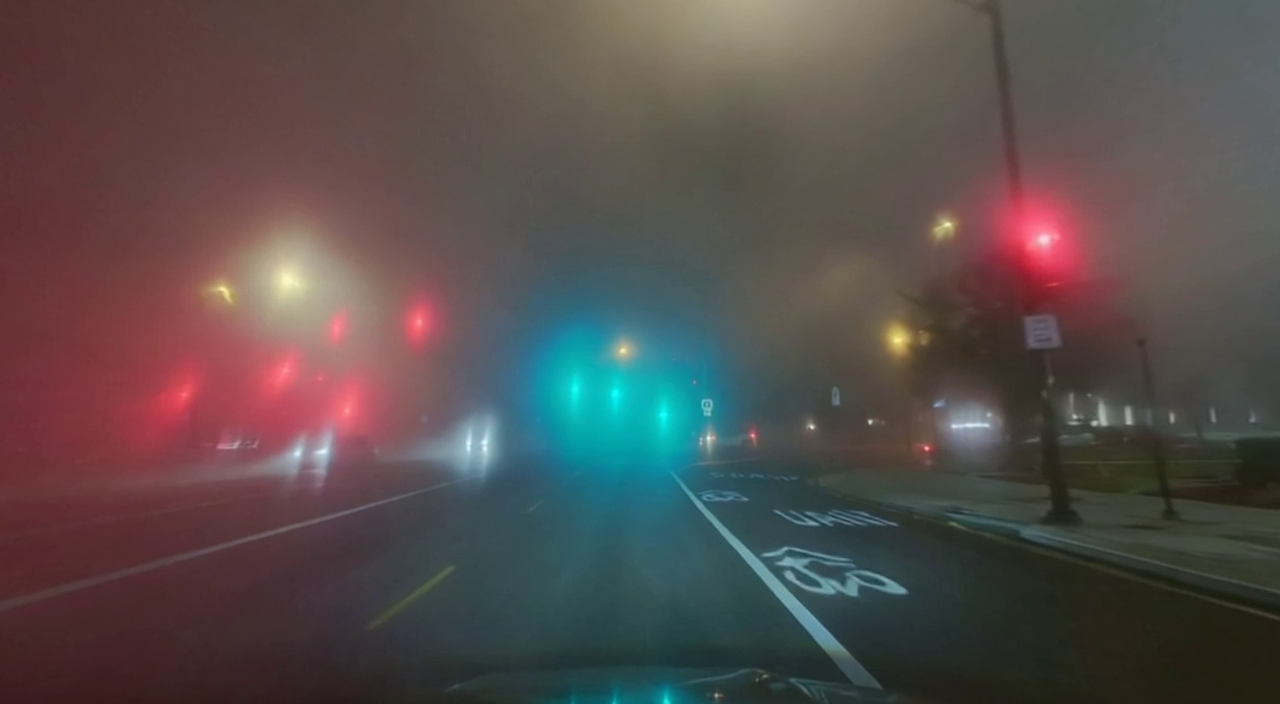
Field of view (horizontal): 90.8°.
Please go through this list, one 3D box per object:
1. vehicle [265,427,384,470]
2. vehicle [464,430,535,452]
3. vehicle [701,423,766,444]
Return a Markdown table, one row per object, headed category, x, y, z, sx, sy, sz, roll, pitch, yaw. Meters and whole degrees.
| category | x | y | z | sx | sy | sz | roll | pitch | yaw |
| --- | --- | --- | --- | --- | --- | --- | --- | --- | --- |
| vehicle | -12.852 | 3.955 | 26.117 | 2.111 | 1.598 | 4.359 | -2 | -8 | 11 |
| vehicle | -9.904 | 6.321 | 44.850 | 1.912 | 1.500 | 4.577 | -8 | -11 | 43 |
| vehicle | 7.260 | 6.354 | 49.105 | 4.572 | 1.599 | 1.938 | 2 | -8 | -14 |
